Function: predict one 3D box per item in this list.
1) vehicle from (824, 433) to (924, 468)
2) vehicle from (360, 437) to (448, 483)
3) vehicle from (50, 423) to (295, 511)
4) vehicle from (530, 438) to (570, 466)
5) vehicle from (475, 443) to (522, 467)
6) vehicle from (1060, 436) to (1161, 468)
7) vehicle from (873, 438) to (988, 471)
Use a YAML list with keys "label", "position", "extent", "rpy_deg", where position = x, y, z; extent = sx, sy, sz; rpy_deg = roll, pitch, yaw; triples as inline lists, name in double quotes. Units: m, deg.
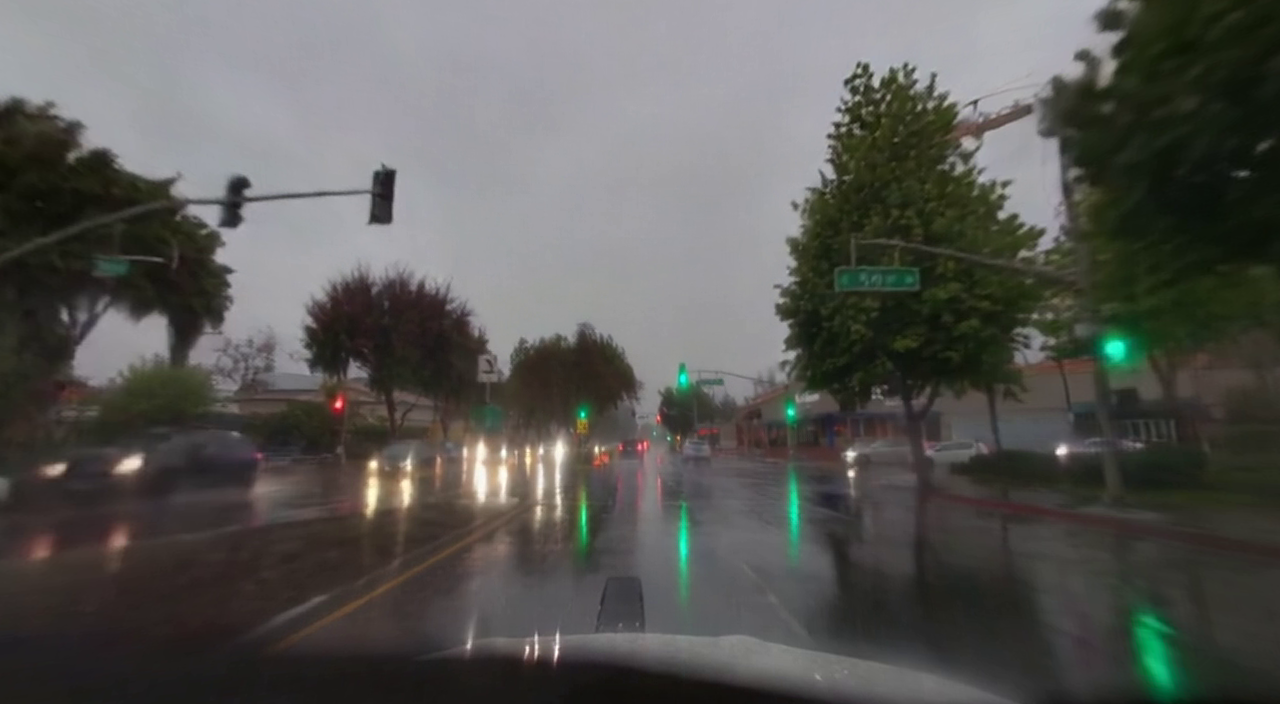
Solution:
- label: "vehicle"
  position: [12.610, 5.343, 34.315]
  extent: [4.641, 1.772, 2.080]
  rpy_deg: [-1, -9, 6]
- label: "vehicle"
  position: [-9.105, 4.196, 24.767]
  extent: [1.918, 1.640, 3.971]
  rpy_deg: [0, -8, 0]
- label: "vehicle"
  position: [-12.051, 3.009, 17.077]
  extent: [2.249, 1.952, 5.746]
  rpy_deg: [0, -8, 0]
- label: "vehicle"
  position: [-5.990, 6.669, 42.432]
  extent: [1.983, 1.715, 4.466]
  rpy_deg: [-2, -8, 0]
- label: "vehicle"
  position: [-9.059, 6.655, 40.921]
  extent: [2.067, 1.460, 4.290]
  rpy_deg: [0, -8, 0]
- label: "vehicle"
  position: [22.417, 4.747, 30.117]
  extent: [3.995, 1.463, 1.862]
  rpy_deg: [3, -9, -20]
- label: "vehicle"
  position: [13.757, 4.871, 30.138]
  extent: [4.506, 1.479, 1.924]
  rpy_deg: [0, -8, 1]
